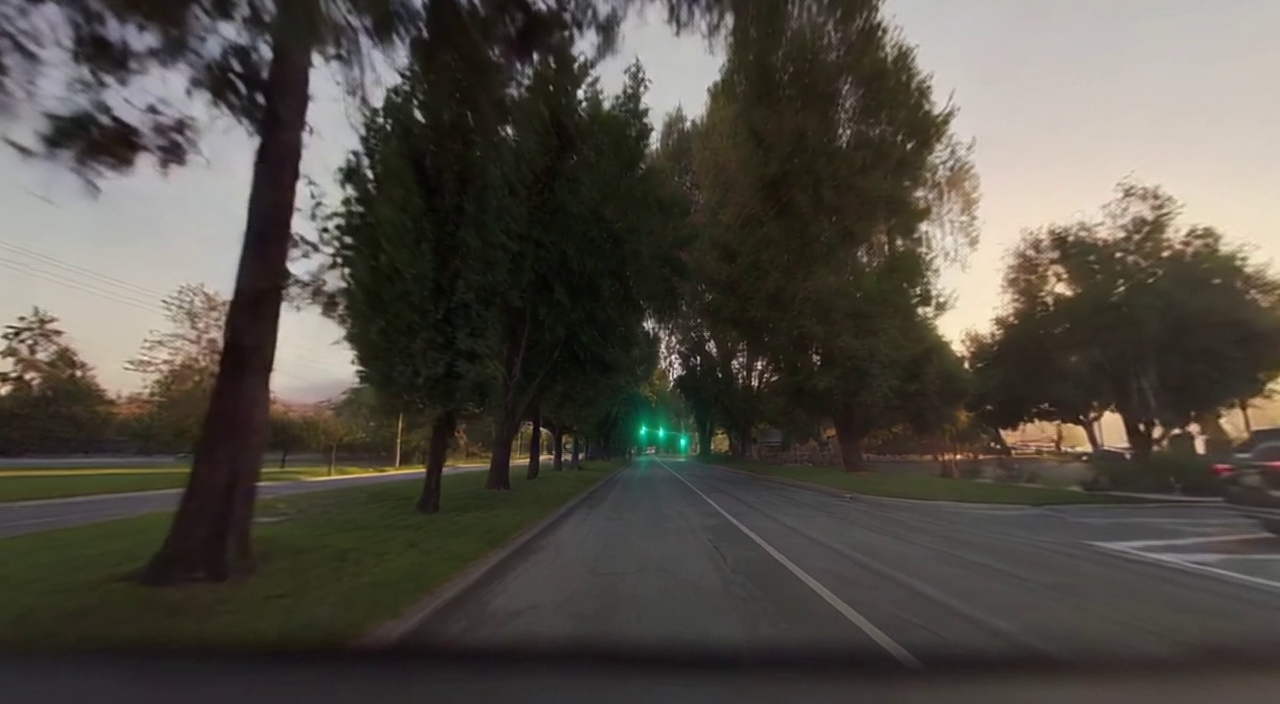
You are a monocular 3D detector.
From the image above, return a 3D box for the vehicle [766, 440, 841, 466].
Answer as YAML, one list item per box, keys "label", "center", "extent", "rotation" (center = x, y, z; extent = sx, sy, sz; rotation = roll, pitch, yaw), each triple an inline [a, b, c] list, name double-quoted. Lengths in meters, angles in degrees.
- label: "vehicle"
  center: [11.638, 7.232, 45.115]
  extent: [4.721, 1.796, 2.413]
  rotation: [0, -8, 0]
